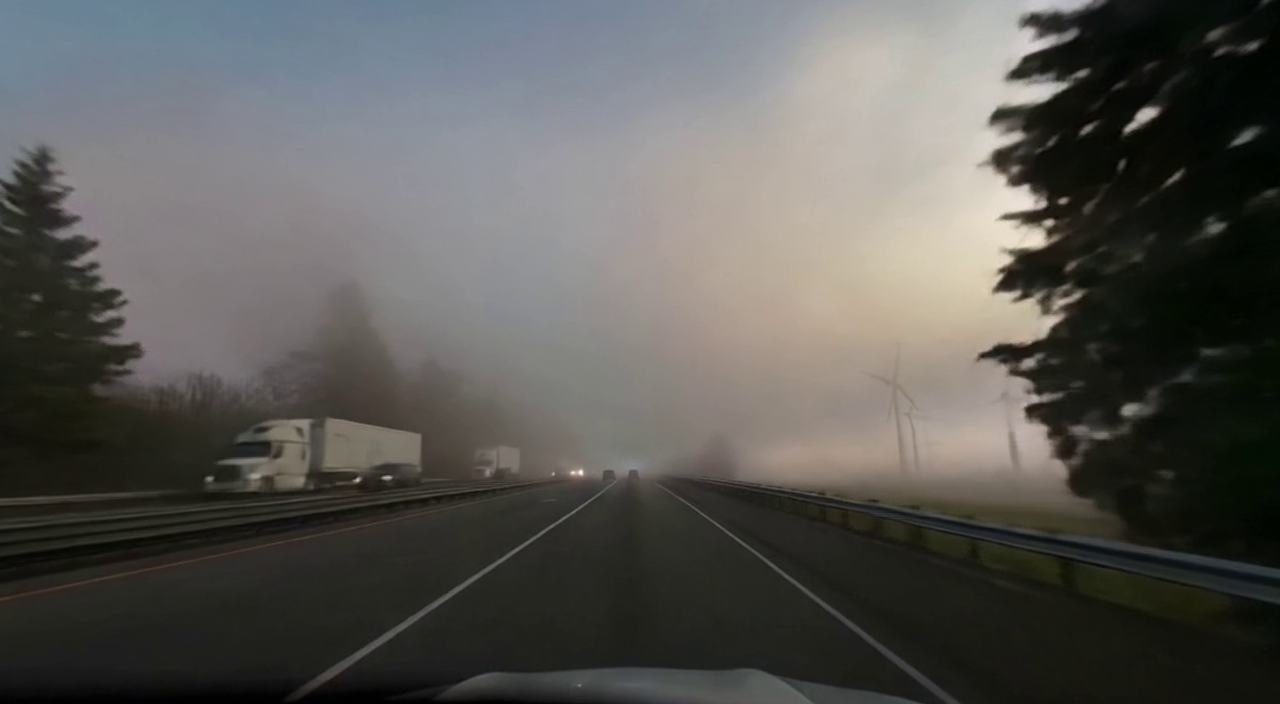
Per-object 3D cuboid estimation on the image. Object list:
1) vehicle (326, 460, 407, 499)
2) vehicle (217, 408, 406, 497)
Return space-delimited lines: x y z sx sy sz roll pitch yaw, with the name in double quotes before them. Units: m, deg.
"vehicle" -12.628 5.911 29.378 1.954 1.664 3.938 1 -11 -1
"vehicle" -16.887 5.672 34.476 2.814 3.790 14.222 1 -11 -1
